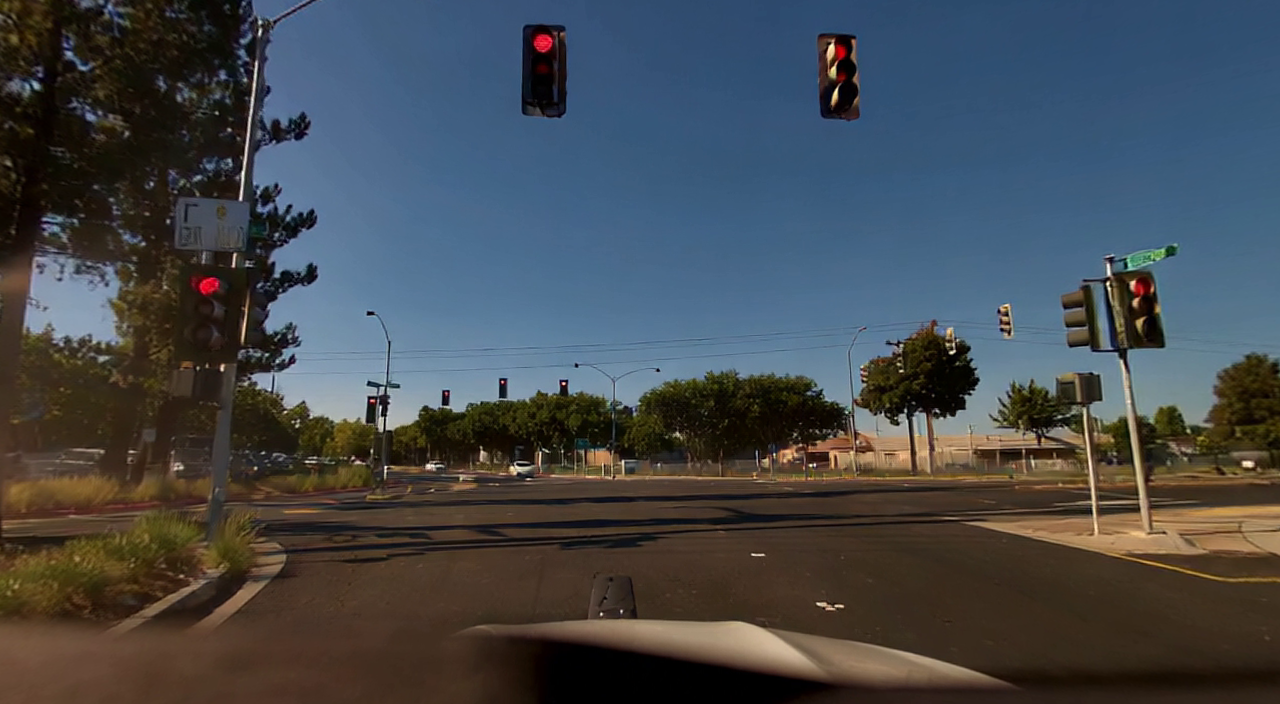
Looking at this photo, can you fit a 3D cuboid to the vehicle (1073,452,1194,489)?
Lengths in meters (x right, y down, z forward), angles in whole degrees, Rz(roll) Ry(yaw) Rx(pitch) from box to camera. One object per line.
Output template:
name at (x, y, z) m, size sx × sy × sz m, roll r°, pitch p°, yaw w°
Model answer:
vehicle at (22.722, 5.470, 29.085) m, size 3.998 × 1.590 × 1.936 m, roll 1°, pitch -12°, yaw -6°

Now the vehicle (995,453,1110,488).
vehicle at (21.219, 6.135, 32.489) m, size 4.455 × 1.647 × 2.124 m, roll 1°, pitch -12°, yaw -6°
